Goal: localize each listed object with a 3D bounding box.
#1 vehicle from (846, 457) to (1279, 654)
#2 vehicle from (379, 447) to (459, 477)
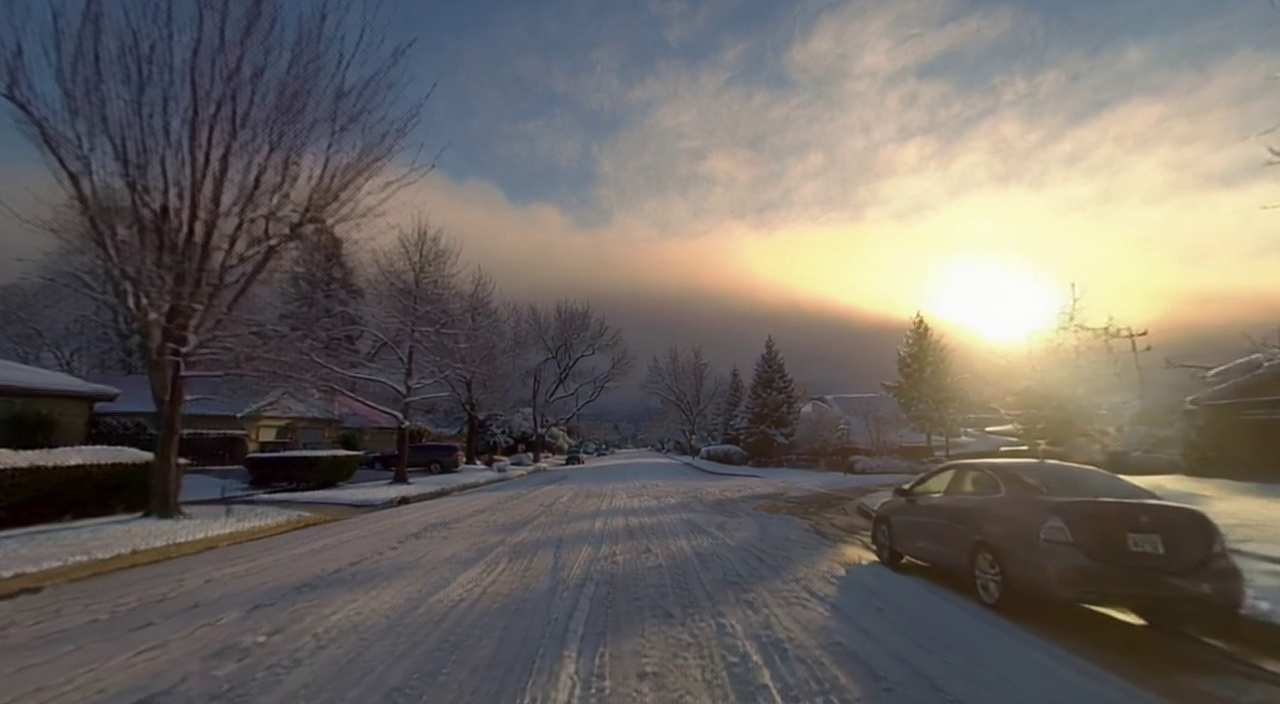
[{"bbox_3d":[4.096,1.956,7.202,1.952,1.442,4.529,0,-9,0],"label":"vehicle"},{"bbox_3d":[-12.959,6.487,37.226,3.921,1.629,1.832,0,-10,2],"label":"vehicle"}]
